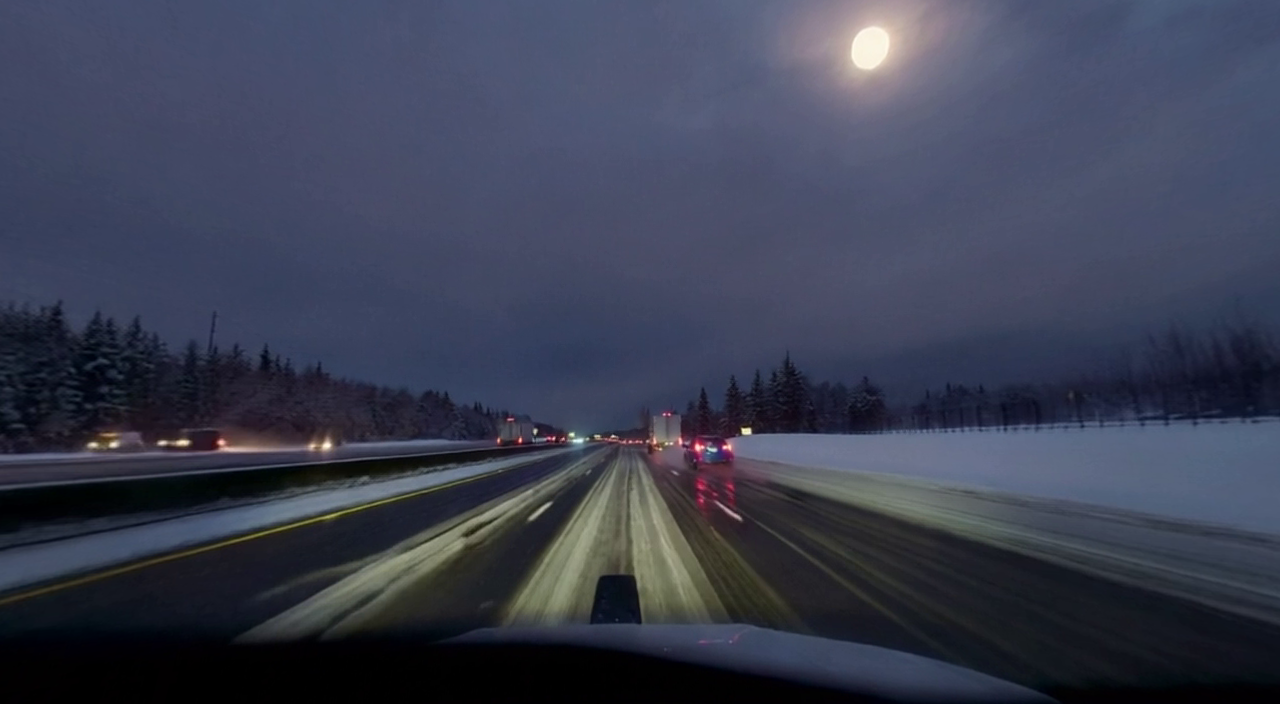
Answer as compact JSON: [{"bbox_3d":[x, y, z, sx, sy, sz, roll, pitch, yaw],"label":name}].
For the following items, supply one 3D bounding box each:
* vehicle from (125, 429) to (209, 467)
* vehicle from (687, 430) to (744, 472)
[{"bbox_3d":[-36.286,7.355,48.577,2.260,2.710,5.363,0,-8,0],"label":"vehicle"},{"bbox_3d":[3.578,4.803,30.822,2.076,1.914,4.287,0,-8,-2],"label":"vehicle"}]
